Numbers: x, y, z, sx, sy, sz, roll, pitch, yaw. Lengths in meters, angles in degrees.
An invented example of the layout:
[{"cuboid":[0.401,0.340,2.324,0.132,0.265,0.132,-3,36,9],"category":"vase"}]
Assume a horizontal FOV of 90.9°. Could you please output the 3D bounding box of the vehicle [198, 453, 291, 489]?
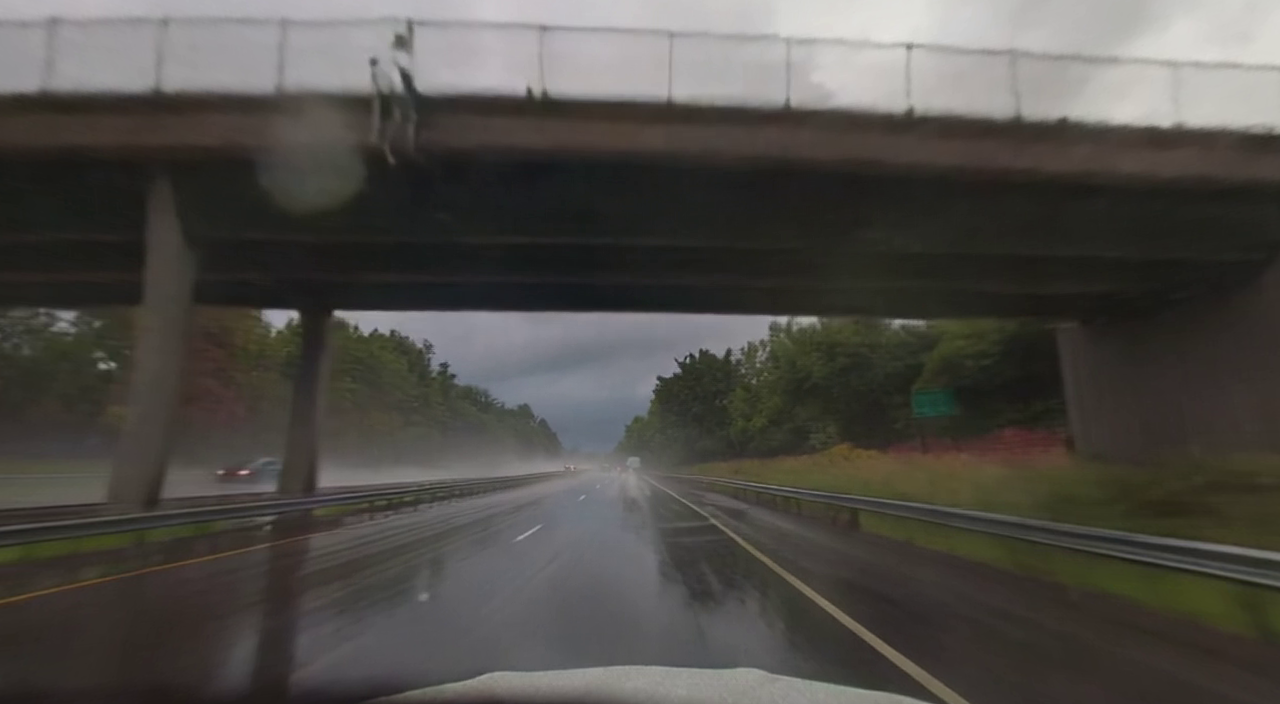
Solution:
[{"cuboid":[-17.515,5.301,28.091,1.740,1.429,3.544,1,-11,1],"category":"vehicle"}]
